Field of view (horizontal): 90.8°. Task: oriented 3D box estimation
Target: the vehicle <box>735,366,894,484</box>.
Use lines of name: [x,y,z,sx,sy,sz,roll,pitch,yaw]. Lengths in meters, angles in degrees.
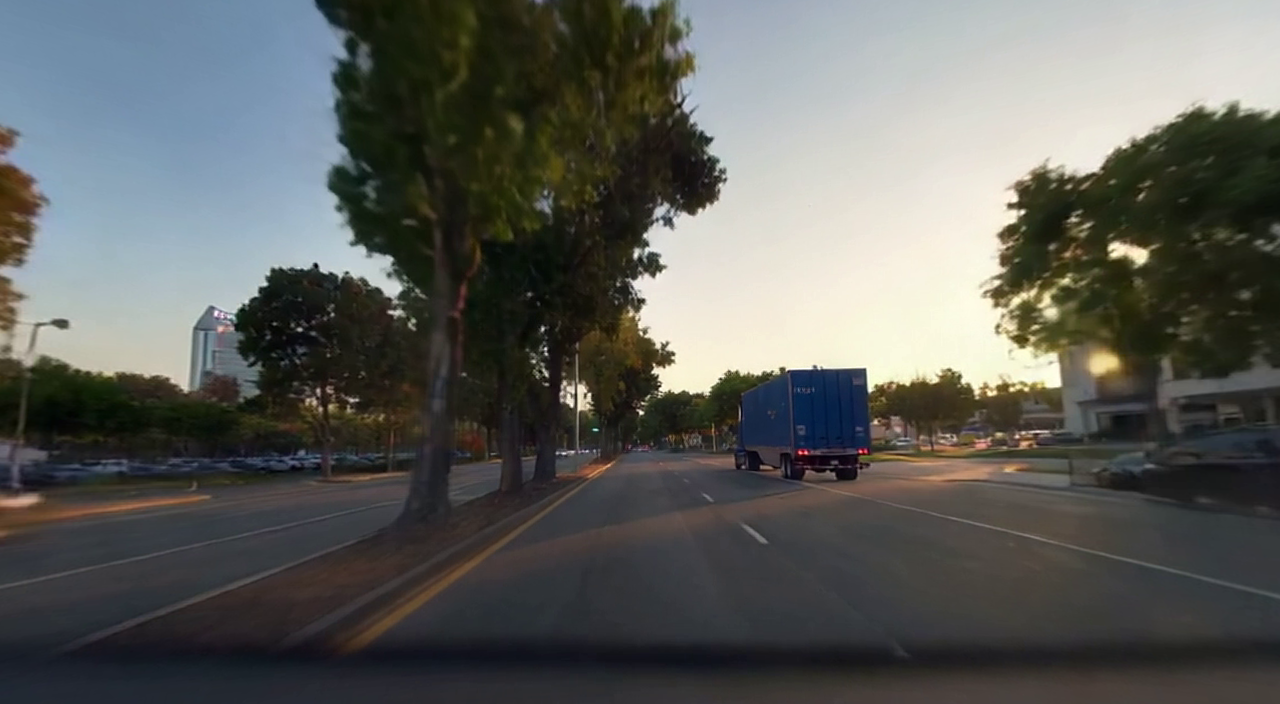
vehicle: [6.491,3.182,26.170,3.120,3.794,11.510,0,-9,-1]
